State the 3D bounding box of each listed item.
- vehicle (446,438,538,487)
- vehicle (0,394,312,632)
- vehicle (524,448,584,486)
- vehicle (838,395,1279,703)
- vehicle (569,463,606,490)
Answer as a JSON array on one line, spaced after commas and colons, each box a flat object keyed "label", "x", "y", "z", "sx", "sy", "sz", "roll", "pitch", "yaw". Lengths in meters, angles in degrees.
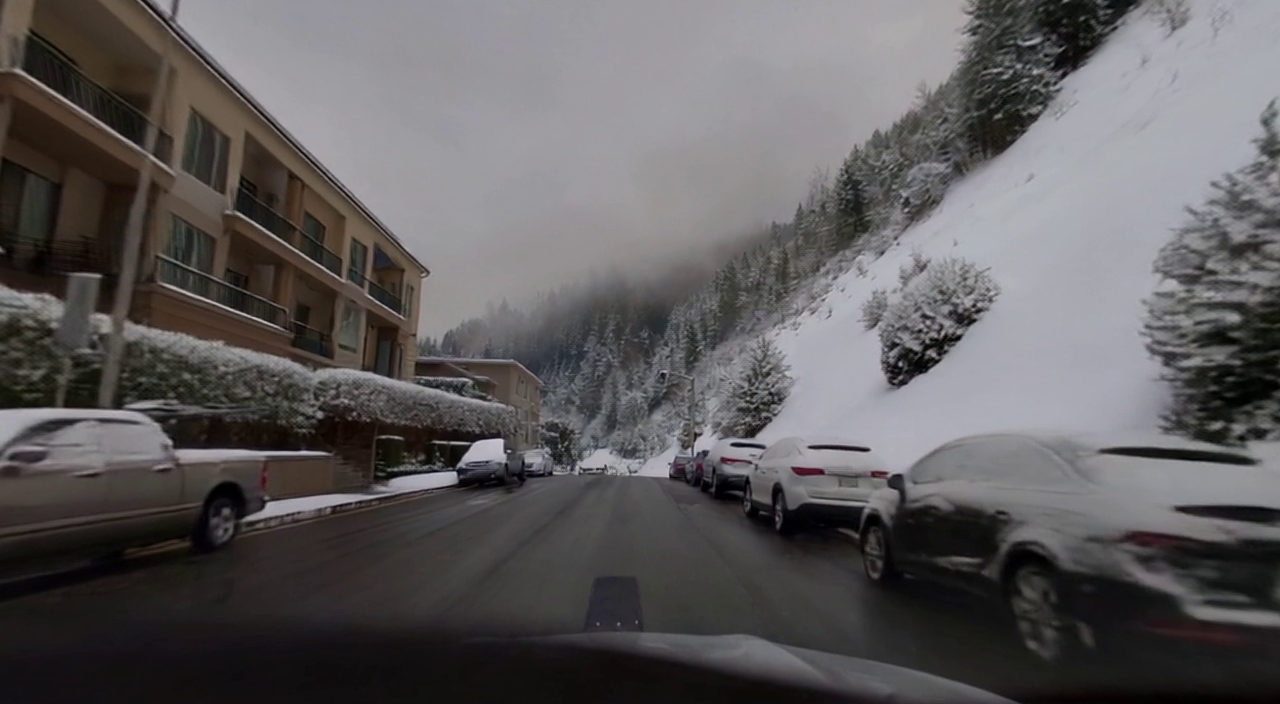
[{"label": "vehicle", "x": -6.429, "y": 4.885, "z": 28.227, "sx": 2.692, "sy": 1.949, "sz": 5.948, "roll": 0, "pitch": -9, "yaw": 0}, {"label": "vehicle", "x": -6.170, "y": 1.505, "z": 6.577, "sx": 2.374, "sy": 1.843, "sz": 5.638, "roll": 0, "pitch": -9, "yaw": 1}, {"label": "vehicle", "x": -3.619, "y": 4.940, "z": 27.350, "sx": 1.856, "sy": 1.474, "sz": 4.522, "roll": 0, "pitch": -9, "yaw": 1}, {"label": "vehicle", "x": 3.229, "y": 1.306, "z": 4.721, "sx": 1.926, "sy": 1.602, "sz": 4.433, "roll": 0, "pitch": -9, "yaw": -1}, {"label": "vehicle", "x": -3.384, "y": 8.273, "z": 41.547, "sx": 2.102, "sy": 1.621, "sz": 4.627, "roll": 0, "pitch": -13, "yaw": -1}]
